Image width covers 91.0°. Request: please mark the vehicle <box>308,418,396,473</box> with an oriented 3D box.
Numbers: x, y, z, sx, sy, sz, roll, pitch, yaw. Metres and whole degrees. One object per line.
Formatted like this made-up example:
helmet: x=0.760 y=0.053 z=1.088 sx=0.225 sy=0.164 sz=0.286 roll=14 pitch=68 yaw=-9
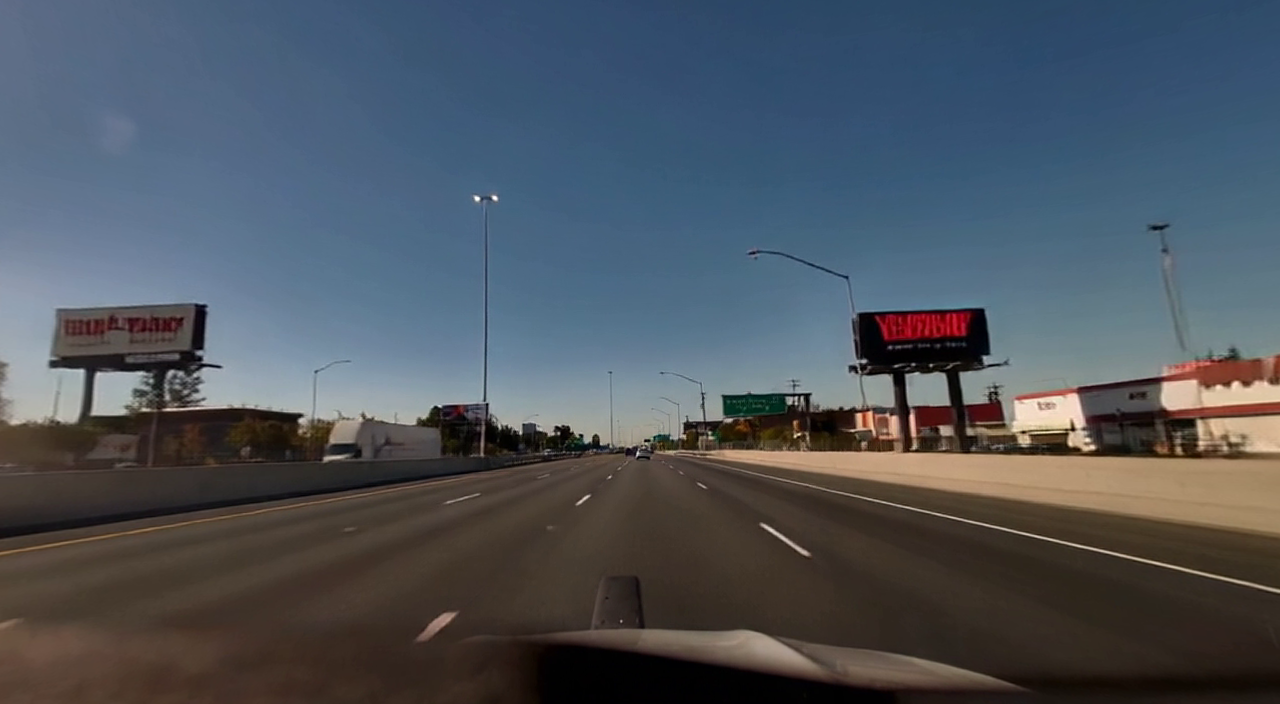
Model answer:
vehicle: x=-22.176 y=7.314 z=49.062 sx=3.081 sy=3.959 sz=7.500 roll=0 pitch=-9 yaw=2
